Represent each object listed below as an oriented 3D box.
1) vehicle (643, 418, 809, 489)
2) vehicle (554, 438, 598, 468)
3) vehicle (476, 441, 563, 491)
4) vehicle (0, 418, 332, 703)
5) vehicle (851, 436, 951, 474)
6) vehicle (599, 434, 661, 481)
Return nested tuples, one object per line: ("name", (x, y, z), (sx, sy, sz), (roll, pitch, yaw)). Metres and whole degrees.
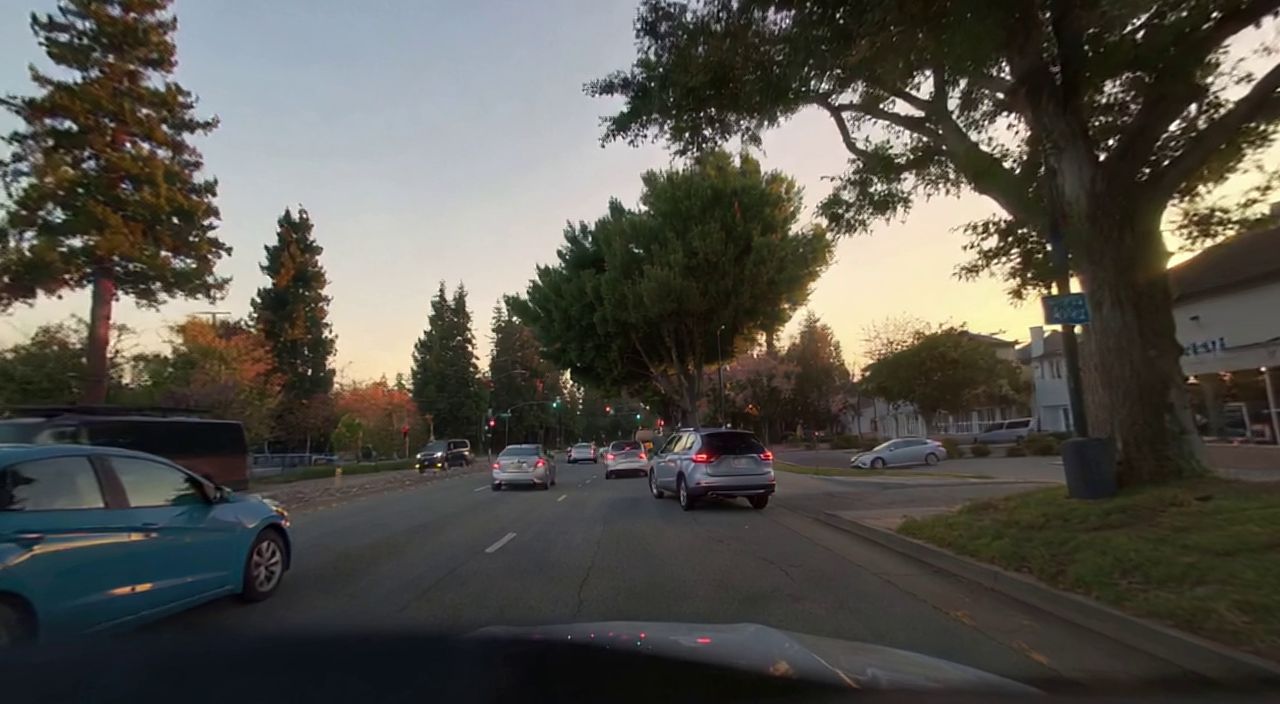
("vehicle", (2.639, 3.117, 19.413), (4.642, 1.955, 2.052), (-4, -9, 23))
("vehicle", (-3.725, 5.983, 37.219), (2.053, 1.652, 3.873), (0, -9, 2))
("vehicle", (-3.825, 3.709, 20.731), (2.042, 1.470, 4.123), (0, -9, 0))
("vehicle", (-4.048, 1.198, 3.930), (2.026, 1.466, 4.282), (0, -8, 0))
("vehicle", (12.326, 4.893, 29.832), (3.871, 1.525, 1.835), (-3, -10, 0))
("vehicle", (-0.315, 4.084, 24.453), (2.206, 1.666, 3.912), (0, -8, 1))
